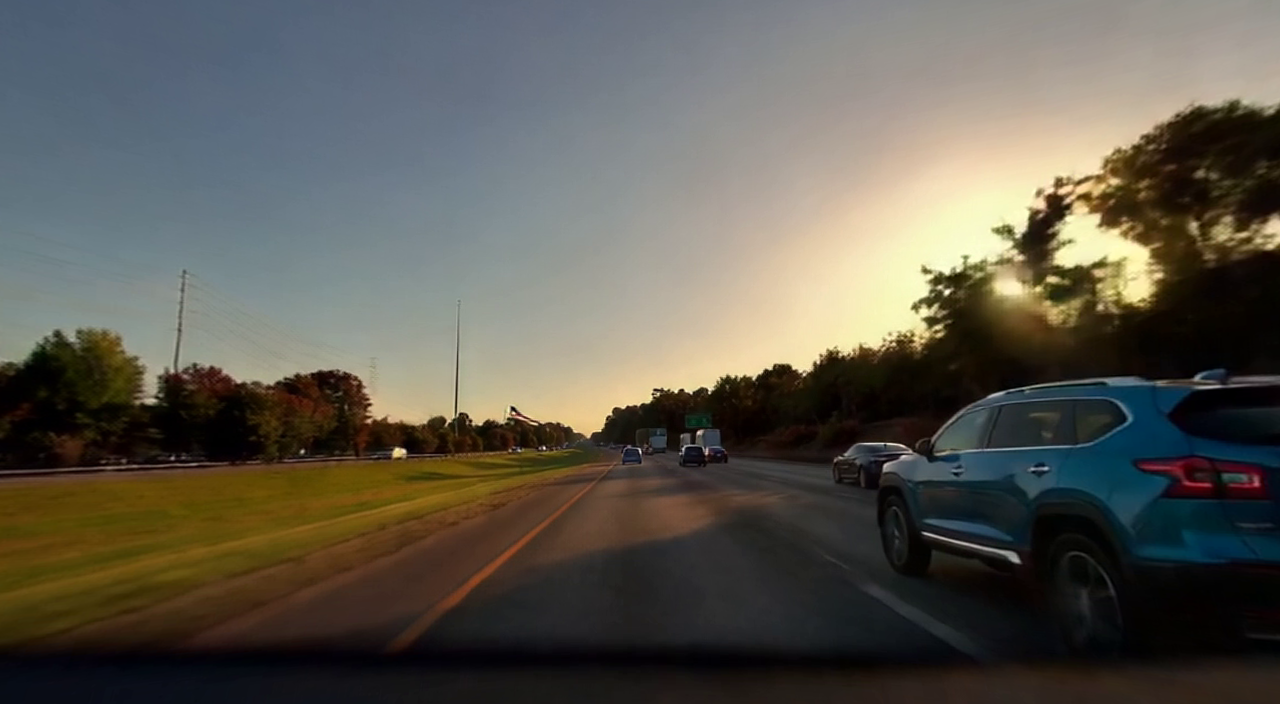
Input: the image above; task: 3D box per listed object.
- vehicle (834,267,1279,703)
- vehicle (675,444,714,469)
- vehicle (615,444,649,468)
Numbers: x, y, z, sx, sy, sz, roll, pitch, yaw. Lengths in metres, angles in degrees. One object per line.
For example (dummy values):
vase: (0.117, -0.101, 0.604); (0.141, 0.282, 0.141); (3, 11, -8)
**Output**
vehicle: (3.762, 1.034, 4.987); (2.461, 2.013, 6.075); (0, -8, -1)
vehicle: (3.370, 6.567, 39.927); (1.978, 1.488, 4.252); (0, -8, -2)
vehicle: (-0.524, 6.796, 41.419); (2.085, 1.449, 3.860); (0, -8, -1)
